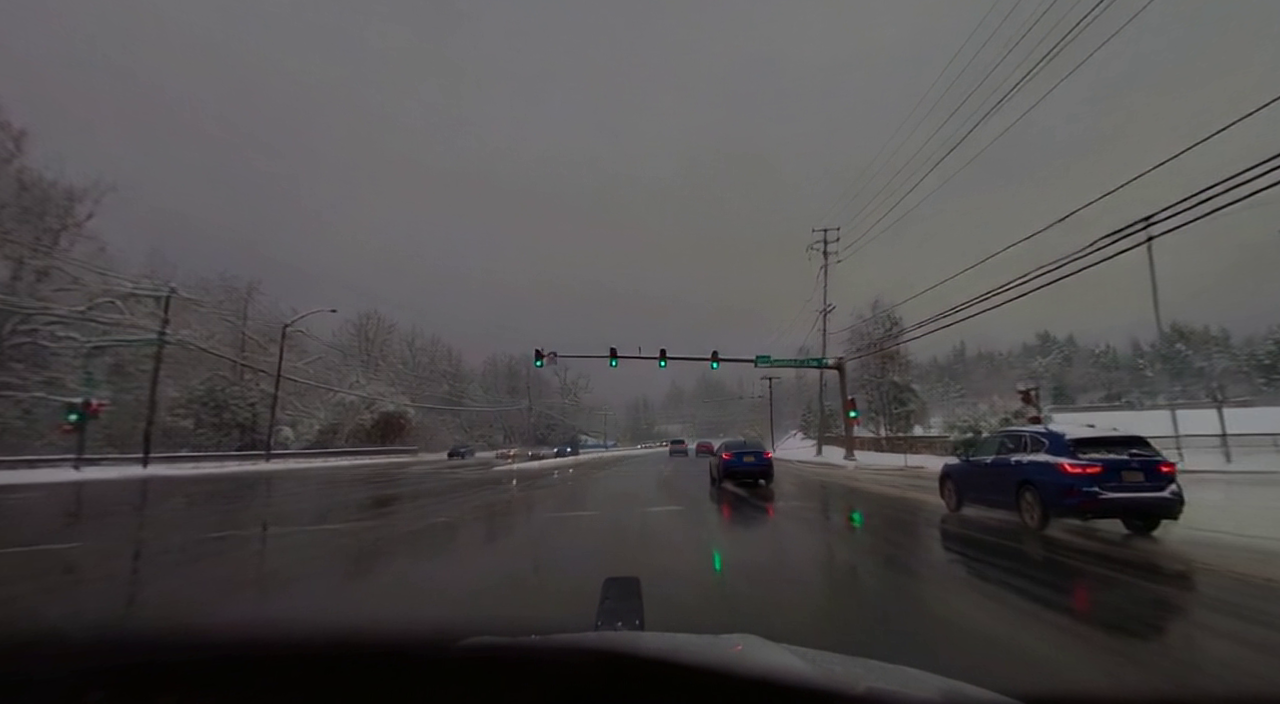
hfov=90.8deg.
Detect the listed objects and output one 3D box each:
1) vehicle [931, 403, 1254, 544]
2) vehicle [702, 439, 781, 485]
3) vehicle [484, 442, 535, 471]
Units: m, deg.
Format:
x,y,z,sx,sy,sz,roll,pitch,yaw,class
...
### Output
x,y,z,sx,sy,sz,roll,pitch,yaw,class
6.886,1.886,10.424,2.029,1.795,4.371,0,-8,0,vehicle
3.428,3.802,22.224,2.035,1.460,4.392,0,-8,0,vehicle
-8.023,6.480,39.342,1.933,1.502,4.946,-3,-7,2,vehicle
